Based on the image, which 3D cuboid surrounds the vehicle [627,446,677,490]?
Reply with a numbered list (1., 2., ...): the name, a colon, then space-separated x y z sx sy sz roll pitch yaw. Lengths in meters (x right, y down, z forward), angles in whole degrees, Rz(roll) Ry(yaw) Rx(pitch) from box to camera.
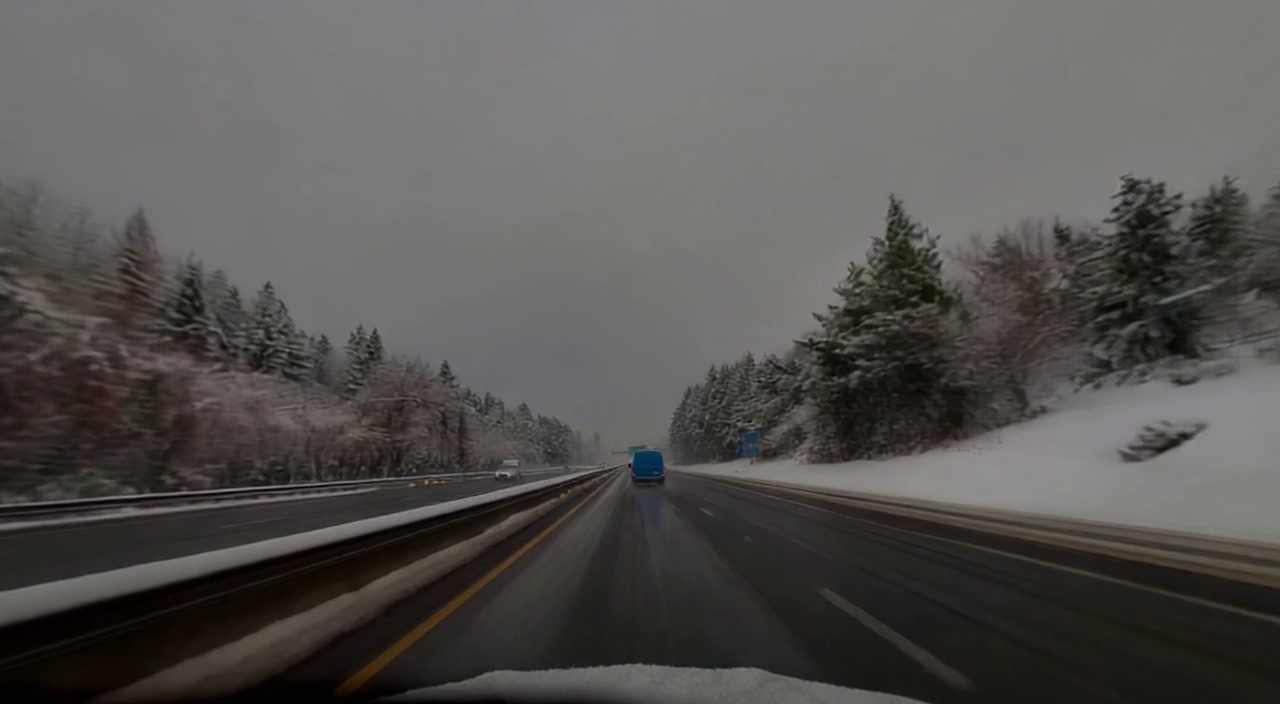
1. vehicle: 0.573 6.288 34.238 2.429 2.167 4.558 1 -11 -2
